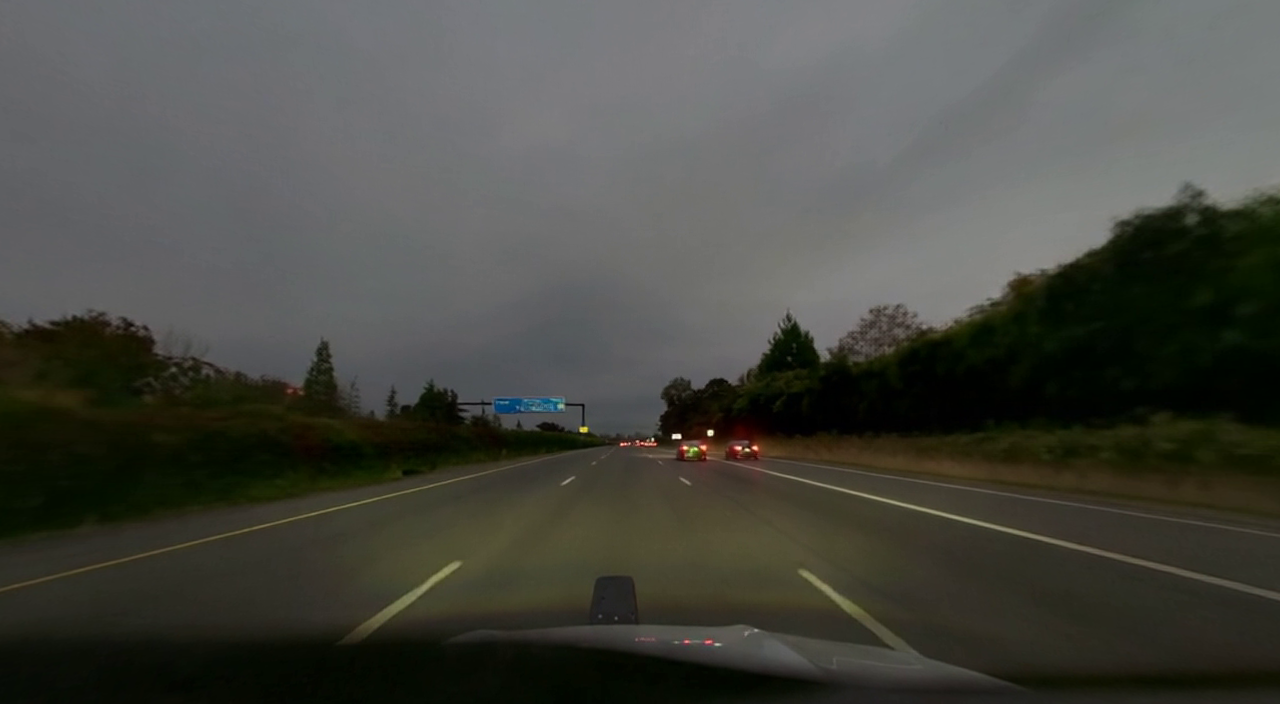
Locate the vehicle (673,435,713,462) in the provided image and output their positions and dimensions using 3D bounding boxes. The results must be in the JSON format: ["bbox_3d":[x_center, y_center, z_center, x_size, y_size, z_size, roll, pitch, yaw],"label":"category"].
[{"bbox_3d":[3.069,5.652,37.083,1.819,1.468,3.770,0,-8,-3],"label":"vehicle"}]

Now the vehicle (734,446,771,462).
[{"bbox_3d":[6.713,6.119,37.820,1.535,0.862,2.814,0,-8,-3],"label":"vehicle"}]

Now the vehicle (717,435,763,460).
[{"bbox_3d":[6.538,6.257,41.665,2.003,1.522,4.940,0,-8,-2],"label":"vehicle"}]
